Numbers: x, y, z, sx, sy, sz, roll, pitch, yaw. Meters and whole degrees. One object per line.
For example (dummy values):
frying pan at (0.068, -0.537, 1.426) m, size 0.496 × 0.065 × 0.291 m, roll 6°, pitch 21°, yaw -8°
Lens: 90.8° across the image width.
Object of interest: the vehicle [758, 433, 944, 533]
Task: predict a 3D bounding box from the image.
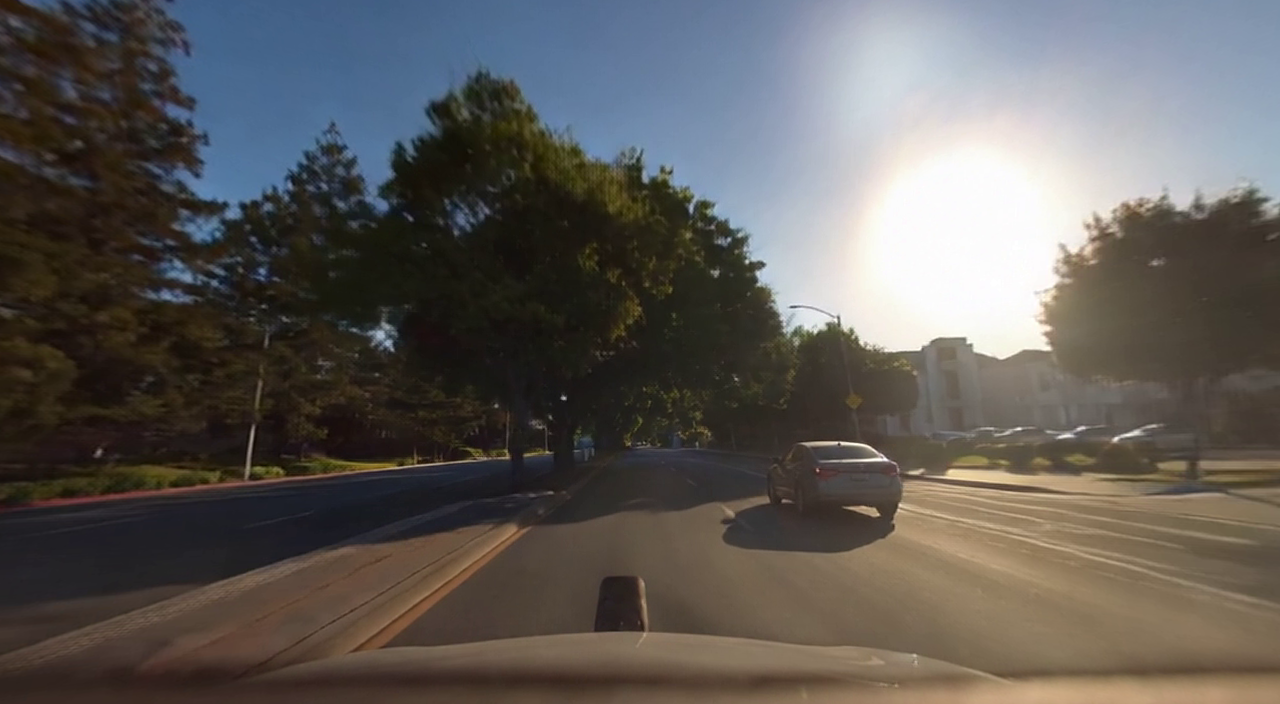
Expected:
vehicle at (3.518, 2.256, 11.439) m, size 1.852 × 1.453 × 4.083 m, roll 0°, pitch -9°, yaw -1°

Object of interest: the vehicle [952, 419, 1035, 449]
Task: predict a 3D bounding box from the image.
vehicle at (25.577, 5.984, 45.858) m, size 4.733 × 2.074 × 2.022 m, roll 0°, pitch -9°, yaw -1°

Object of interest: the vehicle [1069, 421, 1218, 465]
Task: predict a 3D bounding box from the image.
vehicle at (25.424, 4.575, 32.058) m, size 5.672 × 1.841 × 2.092 m, roll -3°, pitch -7°, yaw 0°

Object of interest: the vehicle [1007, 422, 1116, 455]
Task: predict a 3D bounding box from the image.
vehicle at (24.691, 5.109, 37.185) m, size 4.672 × 1.810 × 2.367 m, roll 0°, pitch -9°, yaw -1°
